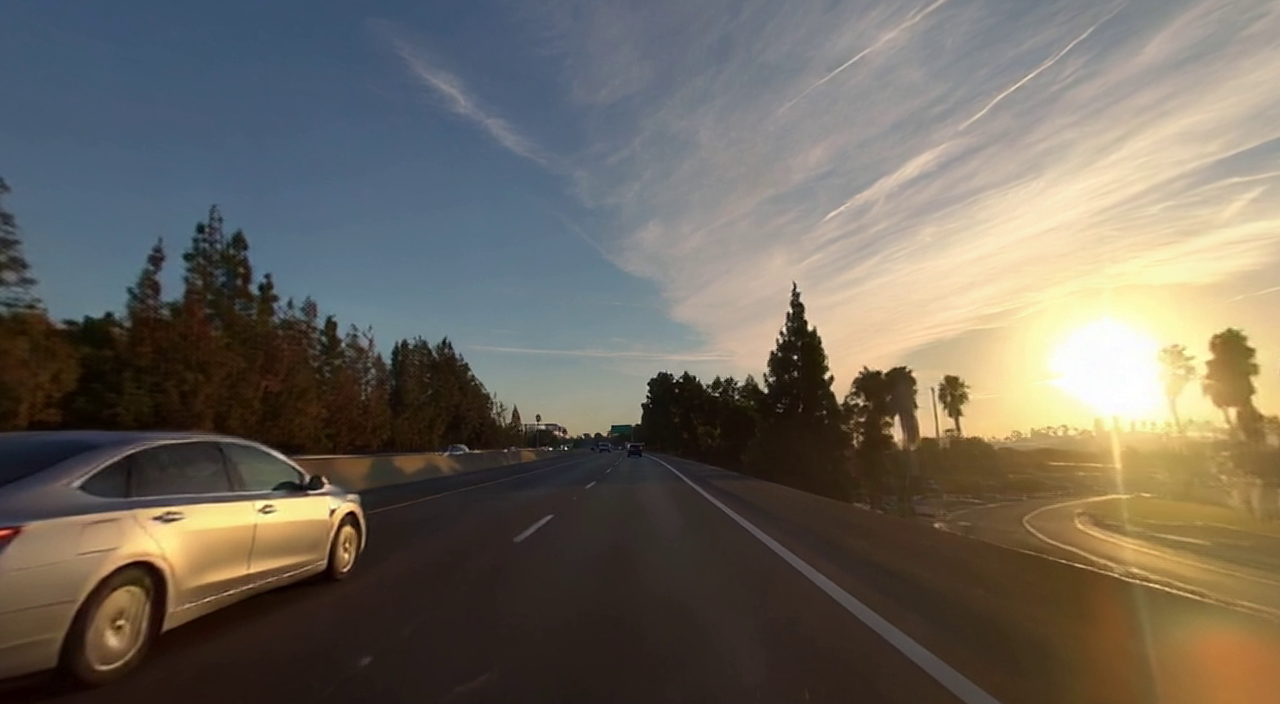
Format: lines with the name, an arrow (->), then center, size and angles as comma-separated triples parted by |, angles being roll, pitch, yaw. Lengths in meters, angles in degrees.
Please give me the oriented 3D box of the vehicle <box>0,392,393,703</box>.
vehicle -> -3.712, 1.186, 4.227 | 2.092, 1.562, 4.748 | 0, -8, 1
